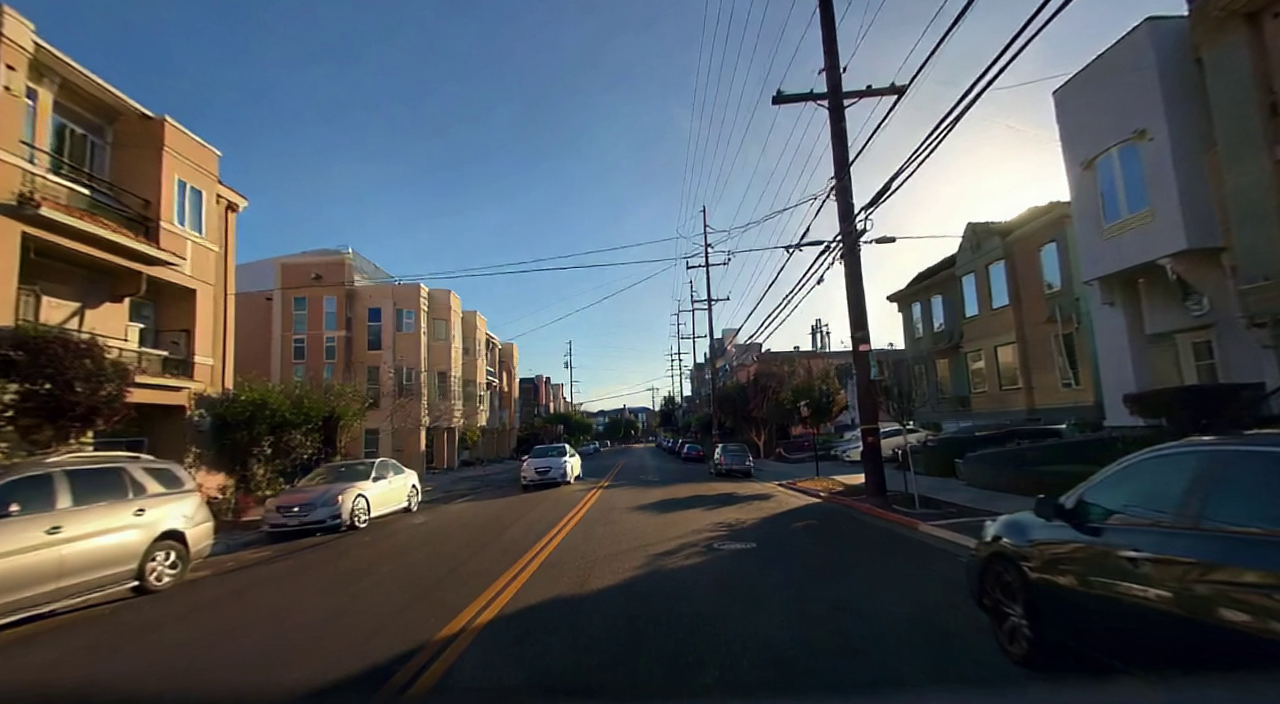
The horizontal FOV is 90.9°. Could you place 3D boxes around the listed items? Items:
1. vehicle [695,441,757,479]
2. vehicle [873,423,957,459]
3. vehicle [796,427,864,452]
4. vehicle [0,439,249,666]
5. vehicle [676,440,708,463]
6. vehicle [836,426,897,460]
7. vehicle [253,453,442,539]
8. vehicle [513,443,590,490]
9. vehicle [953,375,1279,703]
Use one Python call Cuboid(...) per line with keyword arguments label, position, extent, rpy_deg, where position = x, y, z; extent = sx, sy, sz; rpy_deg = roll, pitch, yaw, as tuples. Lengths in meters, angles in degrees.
Cuboid(label="vehicle", position=(3.571, 4.556, 26.942), extent=(1.928, 1.440, 4.738), rpy_deg=(0, -8, -1))
Cuboid(label="vehicle", position=(12.976, 4.301, 30.074), extent=(1.997, 1.546, 4.370), rpy_deg=(-2, -10, 0))
Cuboid(label="vehicle", position=(13.339, 6.195, 44.593), extent=(1.897, 1.659, 4.648), rpy_deg=(4, -9, -27))
Cuboid(label="vehicle", position=(-6.042, 1.684, 5.700), extent=(2.057, 1.757, 4.573), rpy_deg=(0, -8, 0))
Cuboid(label="vehicle", position=(3.757, 7.236, 45.897), extent=(1.914, 1.591, 3.892), rpy_deg=(0, -8, -1))
Cuboid(label="vehicle", position=(10.603, 4.277, 29.774), extent=(1.801, 1.491, 3.488), rpy_deg=(-1, -8, 4))
Cuboid(label="vehicle", position=(-6.086, 3.013, 13.866), extent=(1.863, 1.449, 4.536), rpy_deg=(-1, -8, 2))
Cuboid(label="vehicle", position=(-3.025, 4.019, 22.516), extent=(2.052, 1.483, 4.276), rpy_deg=(0, -8, 1))
Cuboid(label="vehicle", position=(3.467, 0.886, 2.332), extent=(2.018, 1.672, 4.932), rpy_deg=(-4, -5, 0))
